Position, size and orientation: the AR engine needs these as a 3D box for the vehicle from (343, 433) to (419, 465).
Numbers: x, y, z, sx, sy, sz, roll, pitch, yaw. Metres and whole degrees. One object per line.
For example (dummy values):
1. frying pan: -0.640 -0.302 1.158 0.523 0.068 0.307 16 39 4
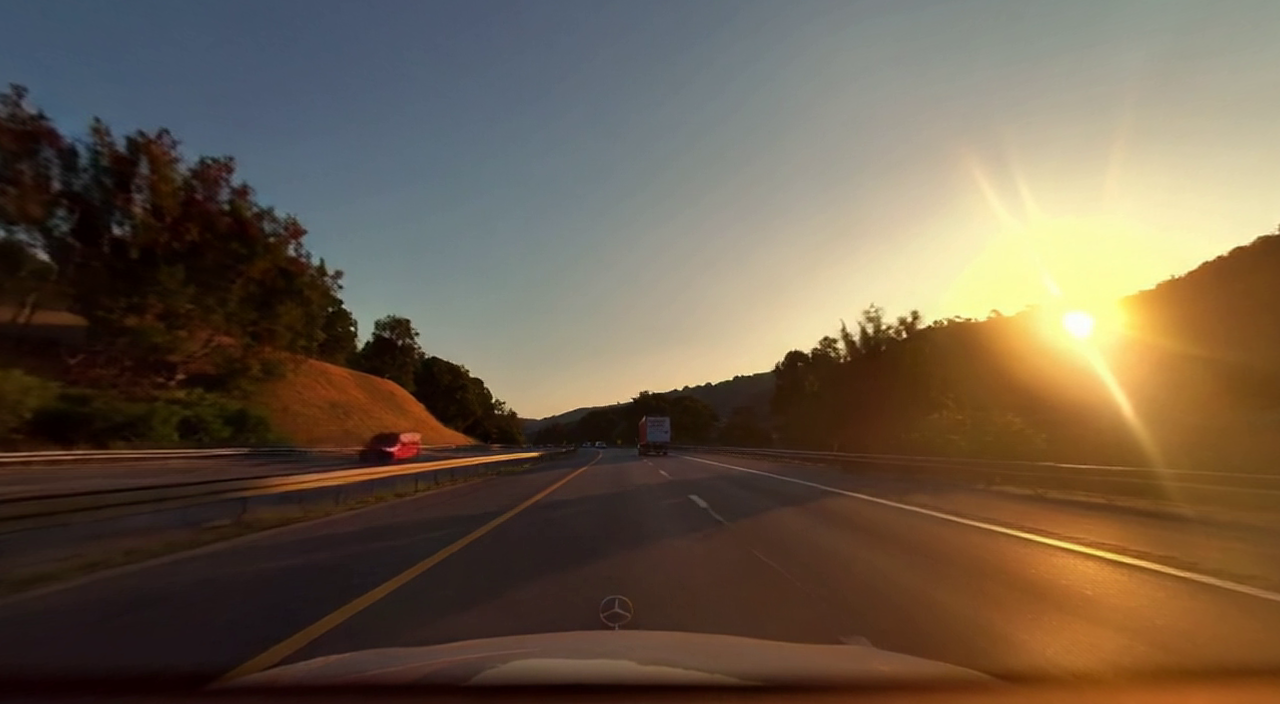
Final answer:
1. vehicle: -13.106 4.933 32.184 1.958 1.518 4.754 0 -8 -1
